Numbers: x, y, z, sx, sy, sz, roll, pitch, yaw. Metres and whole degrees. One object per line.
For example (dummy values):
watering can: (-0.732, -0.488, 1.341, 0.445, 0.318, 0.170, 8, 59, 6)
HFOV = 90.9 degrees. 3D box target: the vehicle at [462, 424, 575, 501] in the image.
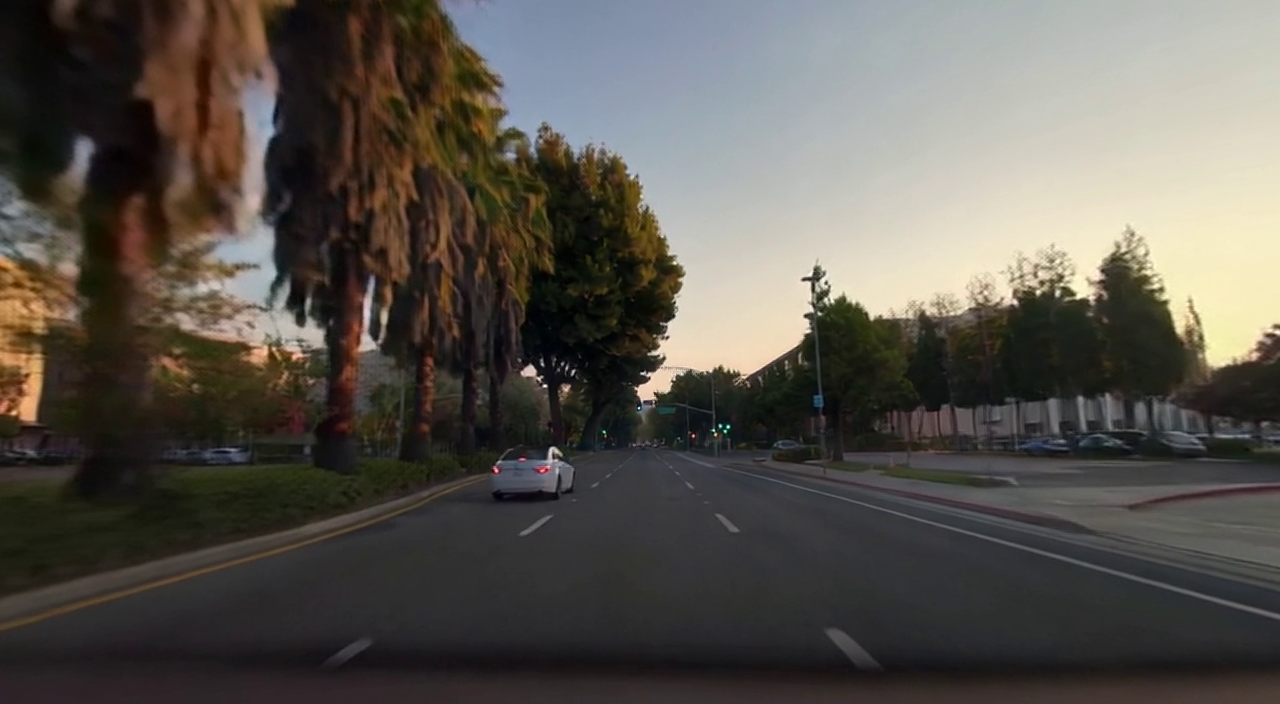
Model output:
vehicle: (-3.050, 2.898, 16.900, 2.011, 1.756, 4.478, 0, -9, 2)
